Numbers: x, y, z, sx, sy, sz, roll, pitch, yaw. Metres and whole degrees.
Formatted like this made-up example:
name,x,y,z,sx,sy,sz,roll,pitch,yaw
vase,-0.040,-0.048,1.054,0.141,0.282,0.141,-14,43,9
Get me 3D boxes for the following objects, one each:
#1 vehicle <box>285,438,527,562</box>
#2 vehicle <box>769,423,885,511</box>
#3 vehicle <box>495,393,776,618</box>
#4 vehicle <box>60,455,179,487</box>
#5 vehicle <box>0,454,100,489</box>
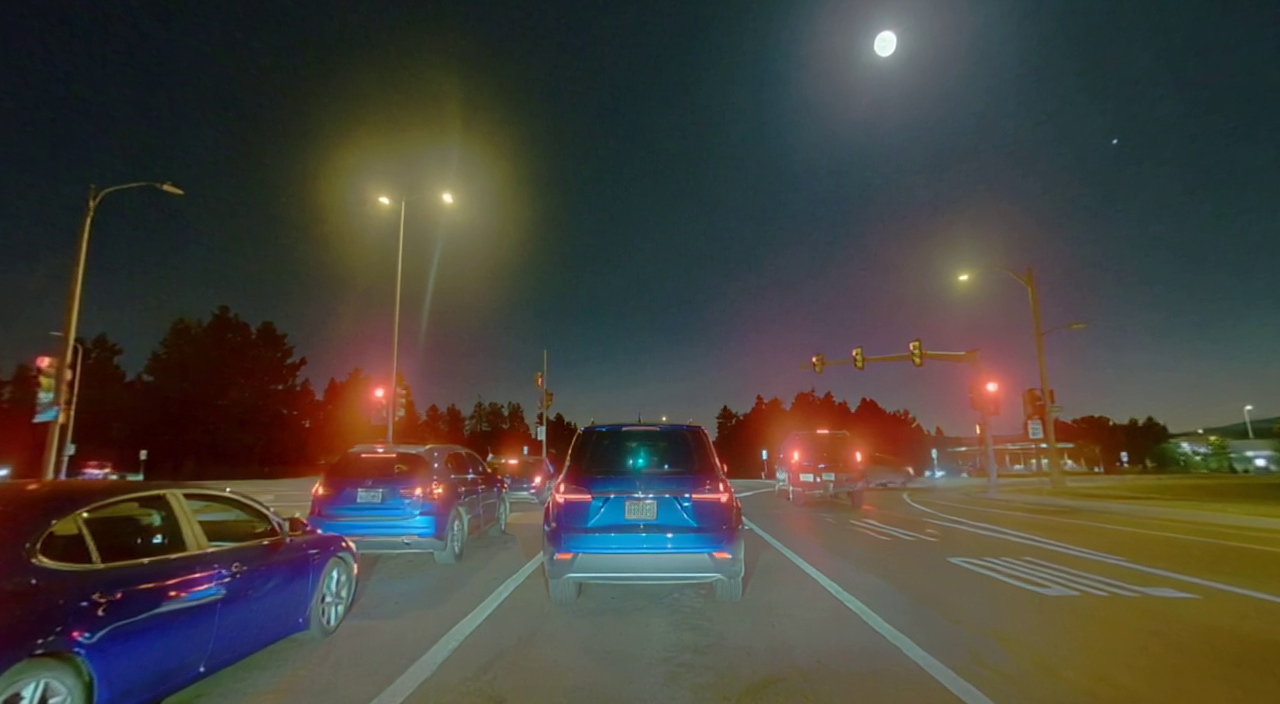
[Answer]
name,x,y,z,sx,sy,sz,roll,pitch,yaw
vehicle,-3.192,2.091,9.764,1.913,1.453,4.413,0,-8,2
vehicle,4.816,3.004,16.927,2.084,2.053,4.073,-1,-8,4
vehicle,-0.028,1.525,7.179,2.203,1.757,4.286,0,-8,0
vehicle,-25.963,5.946,31.610,4.140,1.444,1.742,2,-9,-15
vehicle,-27.042,5.277,27.959,4.198,1.444,1.765,2,-9,-15
